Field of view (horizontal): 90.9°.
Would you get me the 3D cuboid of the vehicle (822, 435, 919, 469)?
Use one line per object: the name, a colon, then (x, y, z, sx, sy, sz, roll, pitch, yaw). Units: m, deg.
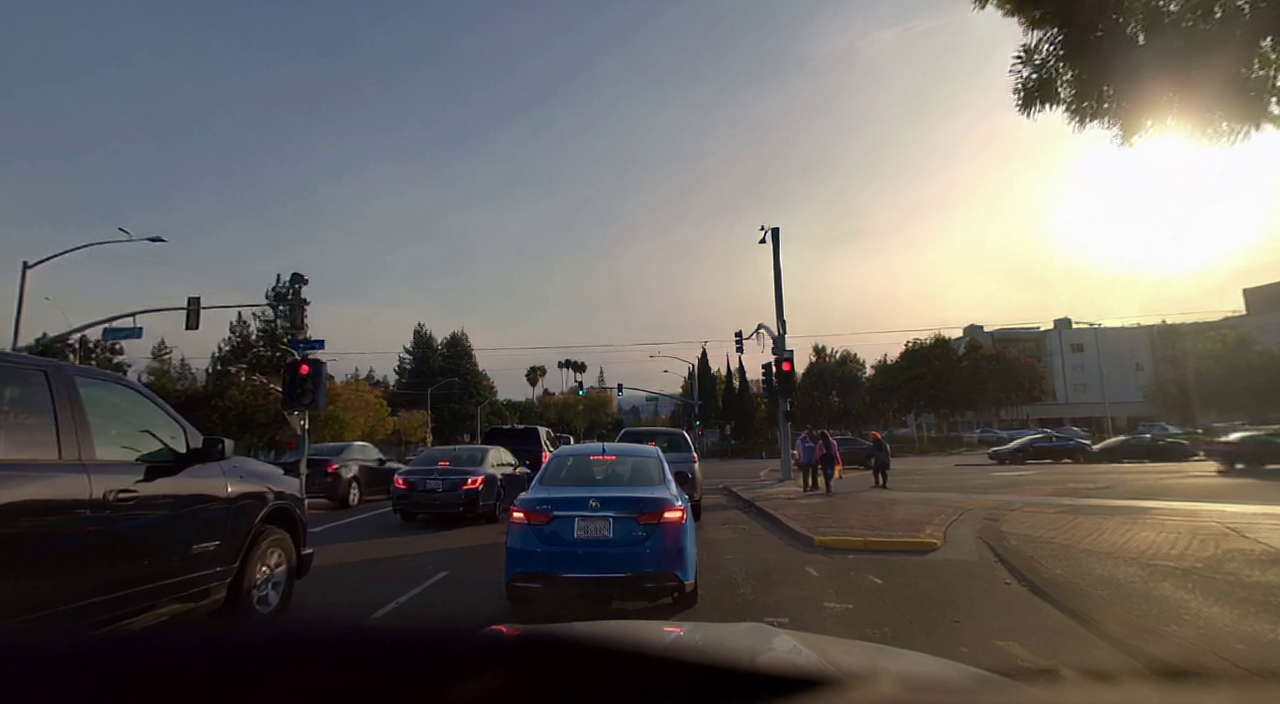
vehicle: (12.203, 5.339, 33.626, 4.394, 1.724, 1.886, 0, -9, 1)

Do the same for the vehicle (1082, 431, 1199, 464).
vehicle: (29.067, 5.568, 36.733, 4.967, 1.794, 2.044, -1, -9, 2)

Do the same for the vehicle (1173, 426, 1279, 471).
vehicle: (24.086, 3.681, 24.146, 5.192, 1.620, 2.072, -1, -9, 5)

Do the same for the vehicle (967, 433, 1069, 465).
vehicle: (21.946, 5.652, 36.720, 4.529, 1.786, 2.110, 0, -9, 2)

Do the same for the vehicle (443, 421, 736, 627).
vehicle: (-0.367, 1.599, 6.913, 2.144, 1.497, 4.446, 0, -9, 0)

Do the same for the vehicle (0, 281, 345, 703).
vehicle: (-3.690, 0.748, 2.834, 2.202, 1.961, 4.980, 0, -9, 1)
